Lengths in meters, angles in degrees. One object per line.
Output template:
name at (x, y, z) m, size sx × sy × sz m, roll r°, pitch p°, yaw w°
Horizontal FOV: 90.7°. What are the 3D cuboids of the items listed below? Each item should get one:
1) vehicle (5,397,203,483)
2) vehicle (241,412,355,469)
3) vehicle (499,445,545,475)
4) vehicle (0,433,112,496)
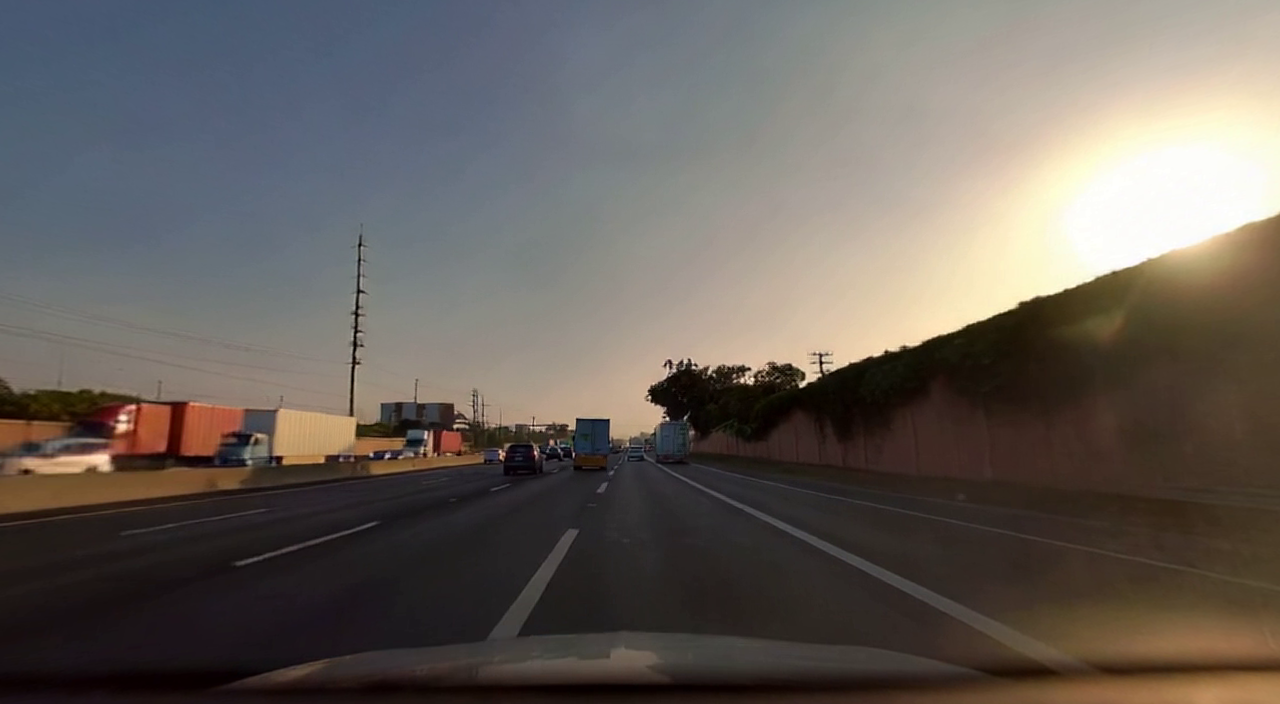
vehicle at (-26.889, 4.553, 32.564) m, size 2.985 × 3.820 × 8.369 m, roll 0°, pitch -9°, yaw -2°
vehicle at (-23.414, 6.219, 44.126) m, size 2.915 × 3.535 × 9.511 m, roll 0°, pitch -9°, yaw -2°
vehicle at (-7.079, 6.469, 38.284) m, size 2.132 × 1.679 × 4.045 m, roll 0°, pitch -9°, yaw -2°
vehicle at (-18.904, 3.251, 18.381) m, size 2.180 × 1.717 × 5.809 m, roll 0°, pitch -9°, yaw -1°
